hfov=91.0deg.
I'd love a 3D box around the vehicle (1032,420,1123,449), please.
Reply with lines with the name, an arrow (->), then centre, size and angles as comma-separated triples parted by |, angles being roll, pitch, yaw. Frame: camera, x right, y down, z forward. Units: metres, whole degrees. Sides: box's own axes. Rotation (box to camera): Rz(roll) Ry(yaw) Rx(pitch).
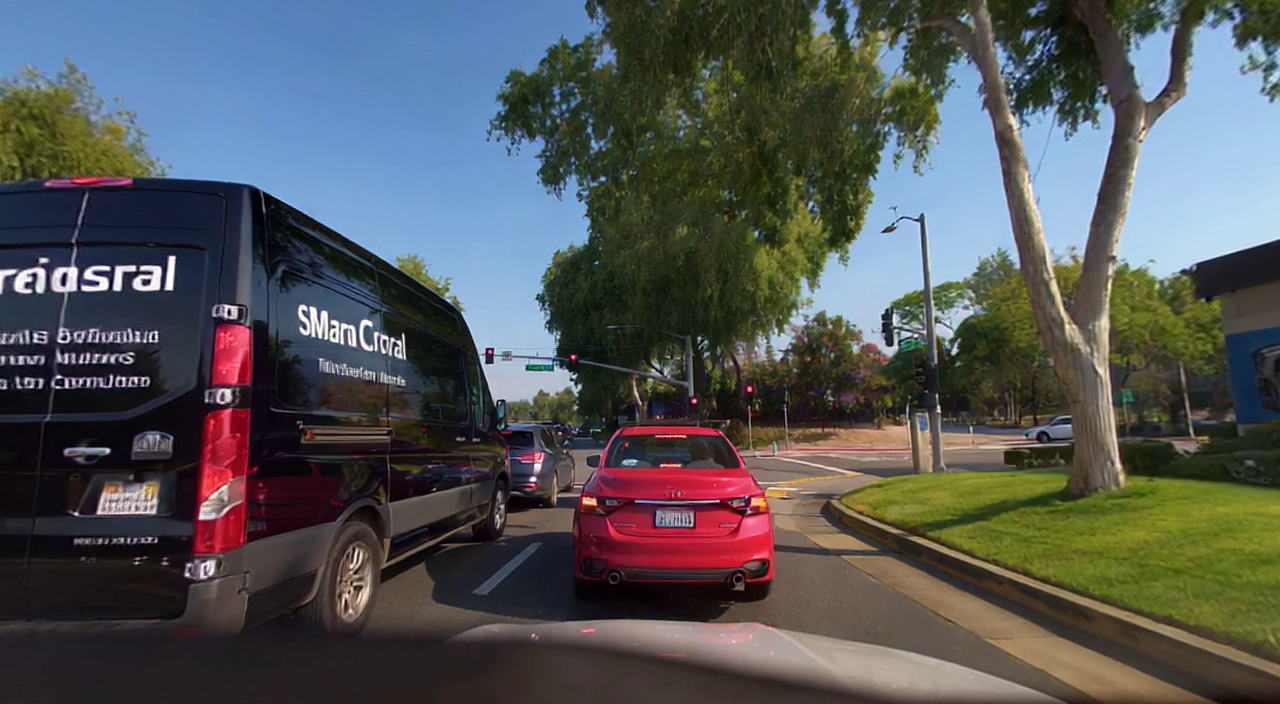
vehicle -> 32.050, 6.079, 46.167 | 5.084, 2.041, 2.360 | 2, -9, -10

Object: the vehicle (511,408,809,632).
vehicle -> 0.301, 1.666, 7.299 | 2.398, 1.773, 4.254 | -1, -8, 4

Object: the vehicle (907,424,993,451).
vehicle -> 21.928, 6.096, 44.575 | 5.021, 1.848, 2.210 | 1, -9, -9

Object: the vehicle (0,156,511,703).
vehicle -> -3.131, 0.908, 5.850 | 2.555, 3.035, 5.702 | 0, -8, 1
